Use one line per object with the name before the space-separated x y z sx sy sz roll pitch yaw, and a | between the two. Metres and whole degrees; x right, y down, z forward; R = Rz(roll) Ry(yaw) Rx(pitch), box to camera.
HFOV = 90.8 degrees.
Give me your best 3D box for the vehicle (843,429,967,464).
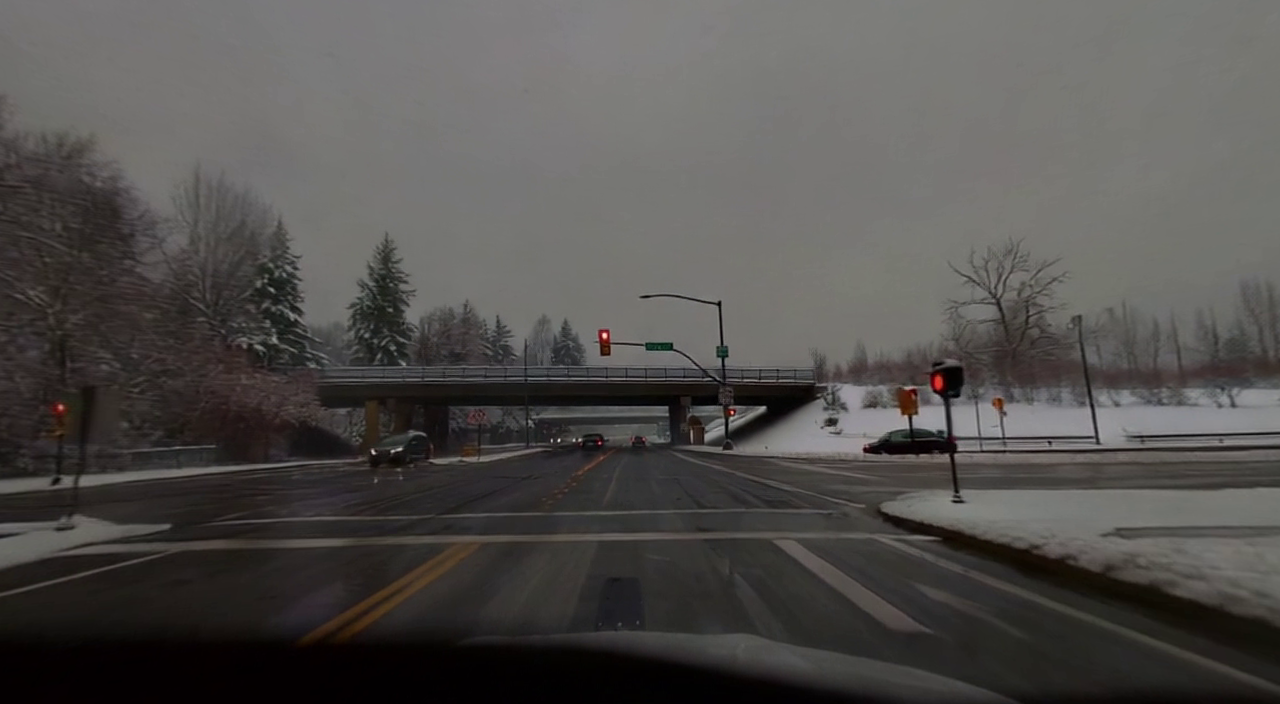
vehicle | 11.650 4.160 27.888 4.691 1.466 1.800 1 -9 -7
